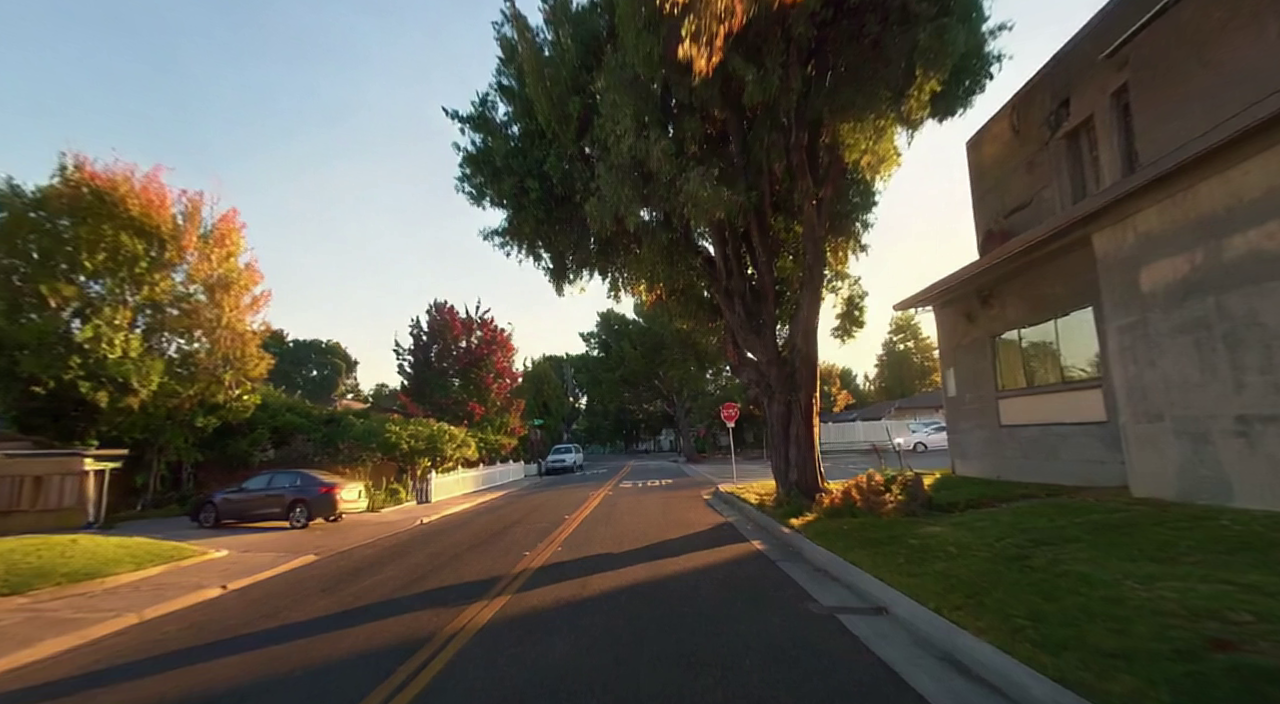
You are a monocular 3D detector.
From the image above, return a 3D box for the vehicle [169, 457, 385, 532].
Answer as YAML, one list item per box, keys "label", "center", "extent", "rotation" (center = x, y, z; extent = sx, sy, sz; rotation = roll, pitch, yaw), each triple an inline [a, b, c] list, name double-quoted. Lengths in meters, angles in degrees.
- label: "vehicle"
  center: [-8.638, 3.409, 15.327]
  extent: [4.063, 1.483, 1.939]
  rotation: [-2, -8, -1]

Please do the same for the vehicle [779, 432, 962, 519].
- label: "vehicle"
  center: [4.616, 2.547, 13.656]
  extent: [2.109, 1.500, 5.070]
  rotation: [0, -8, 1]

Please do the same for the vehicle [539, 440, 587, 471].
- label: "vehicle"
  center: [-5.378, 7.299, 44.965]
  extent: [2.308, 1.899, 6.107]
  rotation: [-2, -7, 4]
